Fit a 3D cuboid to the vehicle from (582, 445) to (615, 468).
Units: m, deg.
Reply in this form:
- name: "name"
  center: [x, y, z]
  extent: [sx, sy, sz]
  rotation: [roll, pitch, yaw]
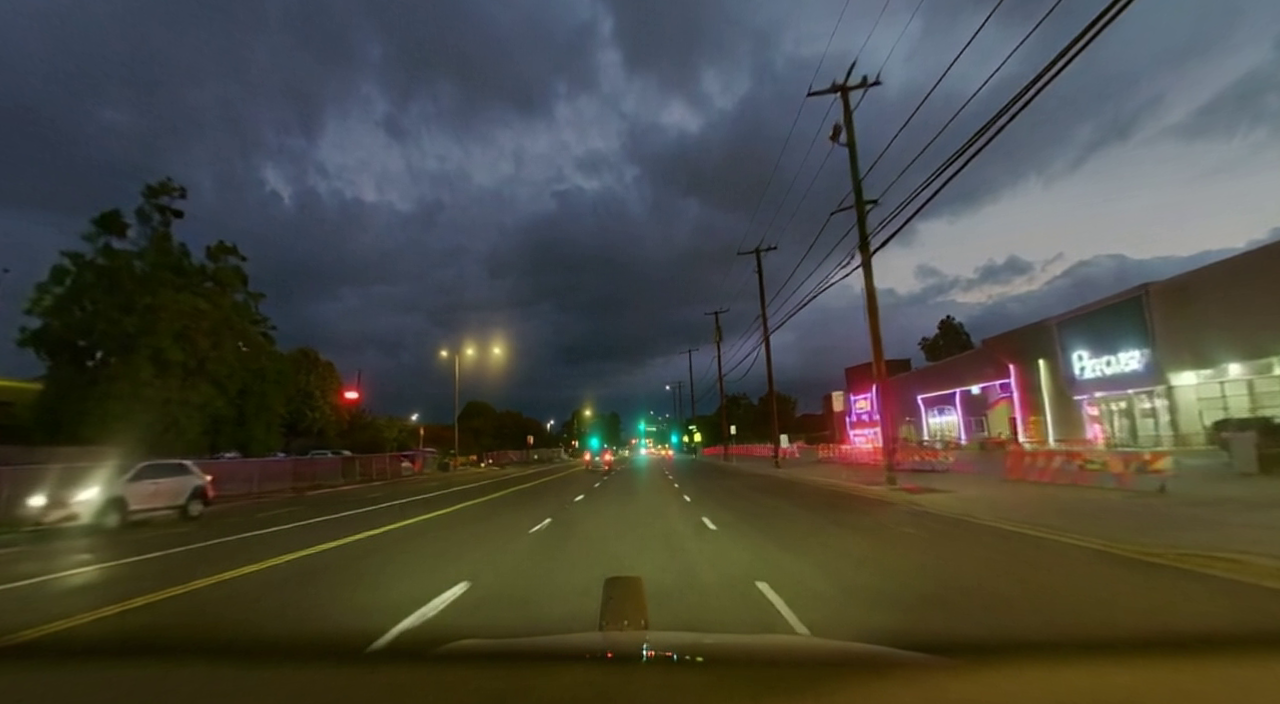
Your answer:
- name: "vehicle"
  center: [-2.980, 7.669, 46.488]
  extent: [2.036, 1.589, 4.549]
  rotation: [-1, -8, 2]

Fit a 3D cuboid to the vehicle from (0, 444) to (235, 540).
- name: "vehicle"
  center: [-12.073, 3.164, 14.941]
  extent: [2.052, 1.898, 4.253]
  rotation: [0, -8, 0]
